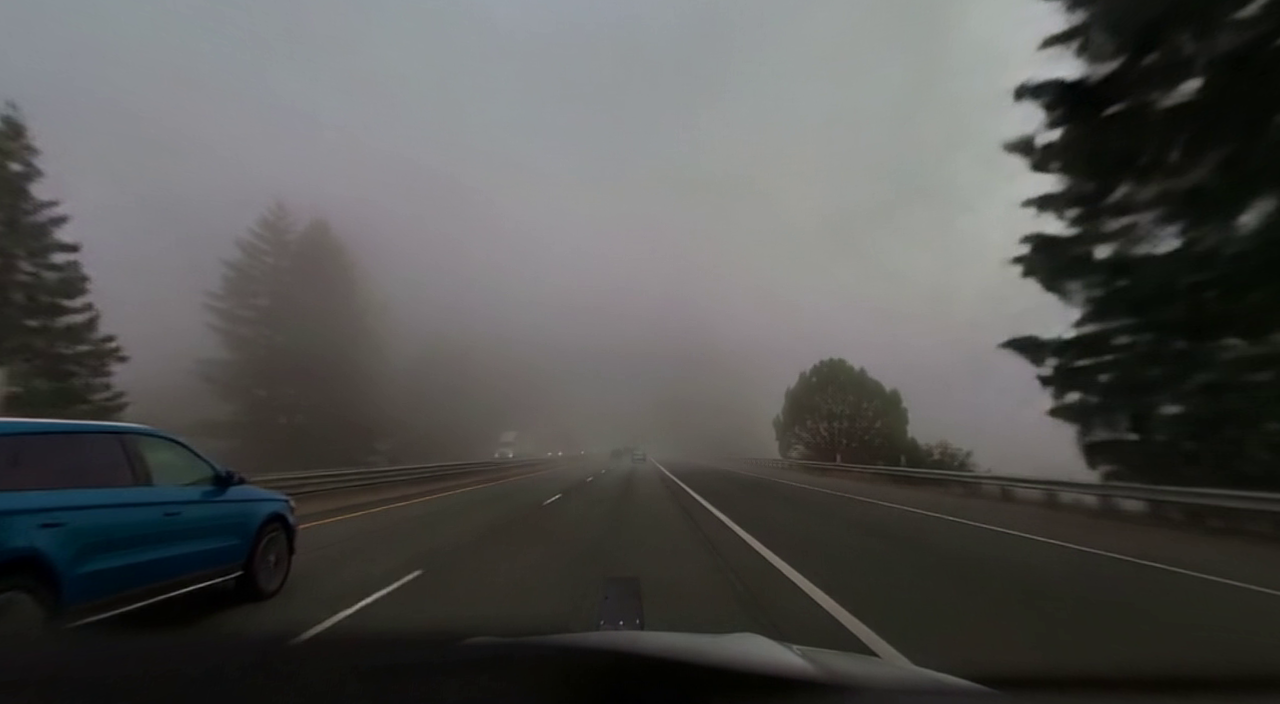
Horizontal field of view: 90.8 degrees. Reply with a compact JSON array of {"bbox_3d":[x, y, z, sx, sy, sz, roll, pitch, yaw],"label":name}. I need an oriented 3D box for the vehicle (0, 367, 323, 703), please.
[{"bbox_3d":[-4.340,1.084,4.114,2.110,1.727,4.607,0,-8,0],"label":"vehicle"}]
